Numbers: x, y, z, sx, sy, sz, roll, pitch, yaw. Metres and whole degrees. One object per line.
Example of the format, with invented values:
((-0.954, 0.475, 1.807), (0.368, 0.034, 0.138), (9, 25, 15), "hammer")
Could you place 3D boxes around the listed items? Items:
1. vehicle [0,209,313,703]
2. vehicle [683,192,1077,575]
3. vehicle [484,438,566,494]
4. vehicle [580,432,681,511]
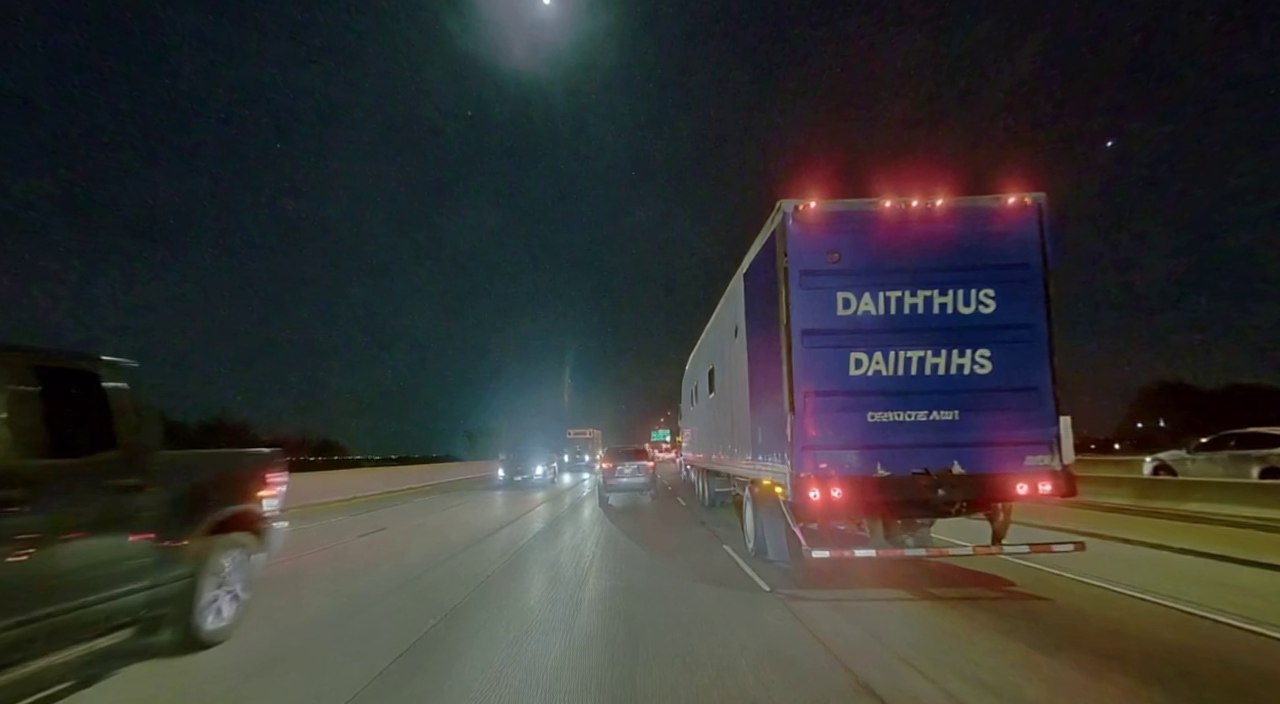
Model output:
((-3.765, 0.554, 2.343), (2.254, 2.331, 5.179), (0, -9, 0), "vehicle")
((3.016, 1.448, 14.589), (2.934, 4.123, 15.785), (0, -9, 0), "vehicle")
((-3.869, 3.918, 21.998), (1.986, 1.733, 4.209), (0, -9, 1), "vehicle")
((-0.246, 2.947, 15.949), (2.201, 1.719, 4.058), (0, -9, -1), "vehicle")
